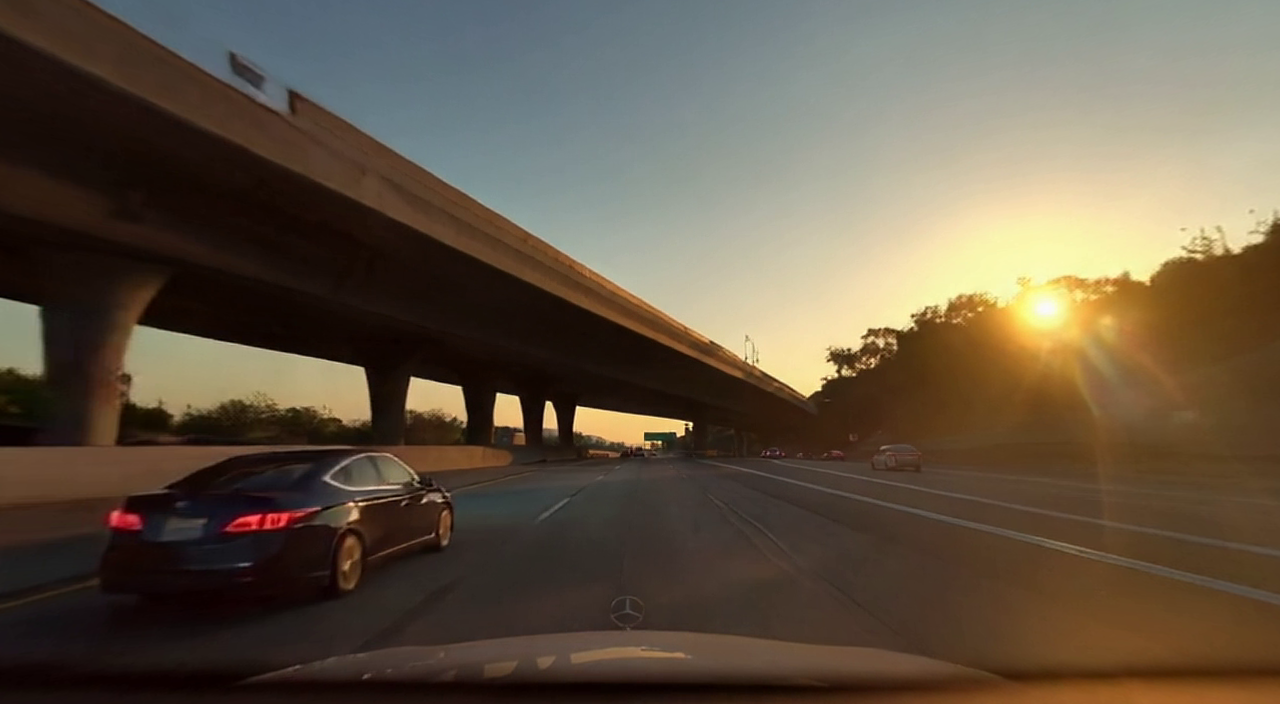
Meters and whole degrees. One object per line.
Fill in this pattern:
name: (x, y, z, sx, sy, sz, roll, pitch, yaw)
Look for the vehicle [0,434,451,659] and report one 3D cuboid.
vehicle: (-3.558, 1.614, 6.306, 1.968, 1.504, 3.892, 0, -8, 3)
